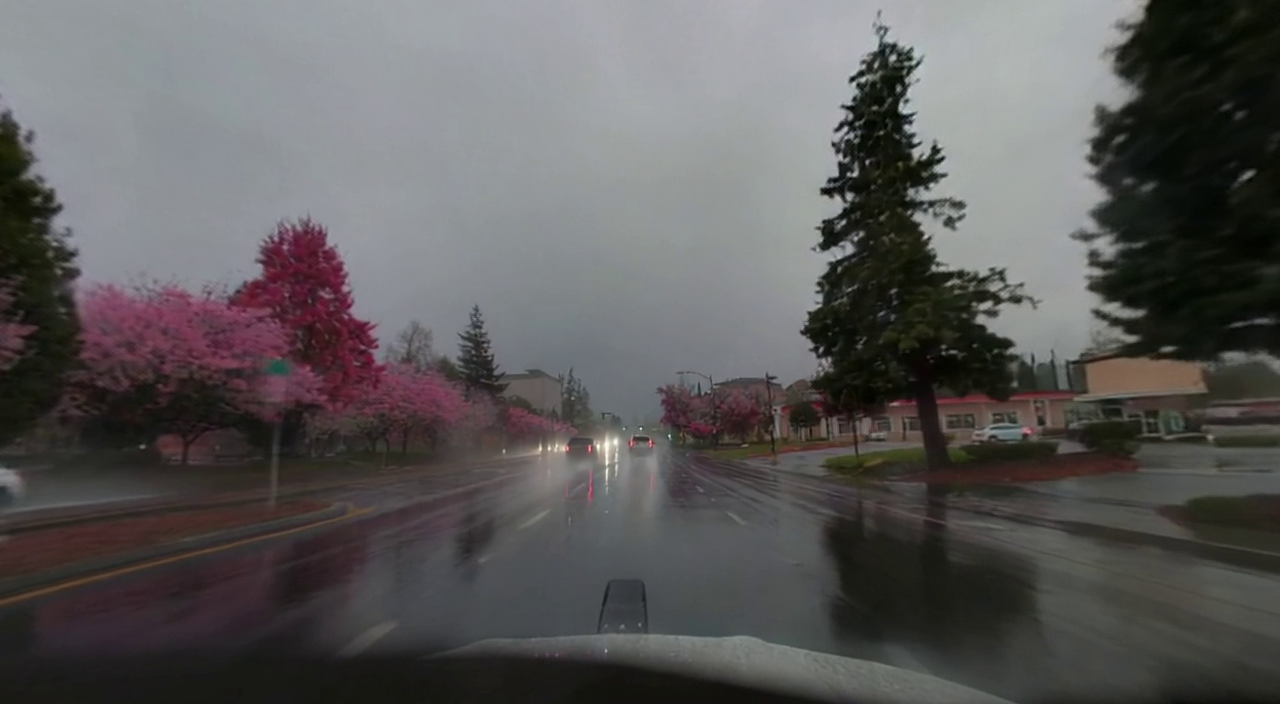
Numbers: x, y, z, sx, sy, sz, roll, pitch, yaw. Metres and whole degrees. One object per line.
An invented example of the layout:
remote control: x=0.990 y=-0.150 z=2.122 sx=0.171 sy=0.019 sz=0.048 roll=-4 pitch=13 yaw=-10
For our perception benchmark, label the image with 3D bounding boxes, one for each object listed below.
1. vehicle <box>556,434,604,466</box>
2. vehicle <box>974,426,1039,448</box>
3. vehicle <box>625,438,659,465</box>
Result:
vehicle: x=-3.647 y=6.065 z=38.930 sx=2.453 sy=1.844 sz=4.751 roll=0 pitch=-8 yaw=1
vehicle: x=25.430 y=5.908 z=43.702 sx=1.728 sy=1.443 sz=4.505 roll=1 pitch=-8 yaw=-1
vehicle: x=0.104 y=6.473 z=41.052 sx=2.149 sy=1.701 sz=4.379 roll=0 pitch=-8 yaw=-1
